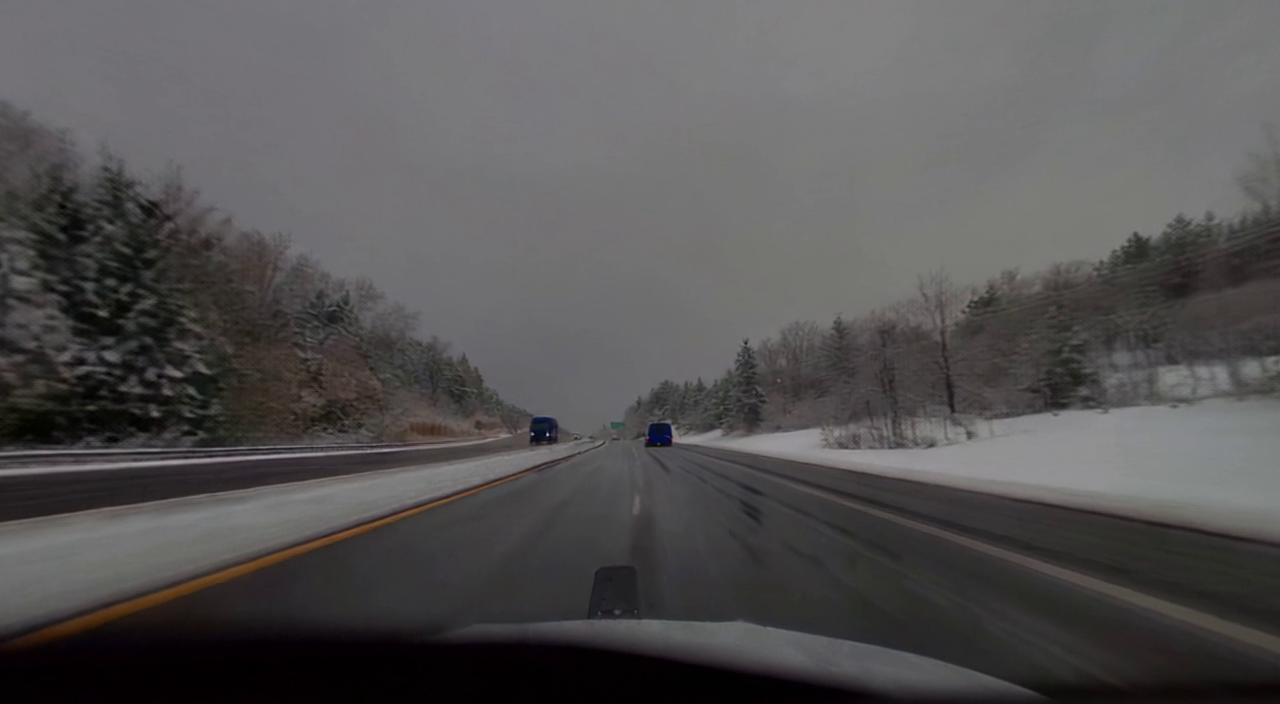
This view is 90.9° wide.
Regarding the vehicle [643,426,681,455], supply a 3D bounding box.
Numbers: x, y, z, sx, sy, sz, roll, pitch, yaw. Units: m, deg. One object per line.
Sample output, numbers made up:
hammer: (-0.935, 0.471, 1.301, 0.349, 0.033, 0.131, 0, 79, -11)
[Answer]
vehicle: (1.373, 5.796, 41.336, 2.240, 1.801, 4.545, 0, -8, -2)
